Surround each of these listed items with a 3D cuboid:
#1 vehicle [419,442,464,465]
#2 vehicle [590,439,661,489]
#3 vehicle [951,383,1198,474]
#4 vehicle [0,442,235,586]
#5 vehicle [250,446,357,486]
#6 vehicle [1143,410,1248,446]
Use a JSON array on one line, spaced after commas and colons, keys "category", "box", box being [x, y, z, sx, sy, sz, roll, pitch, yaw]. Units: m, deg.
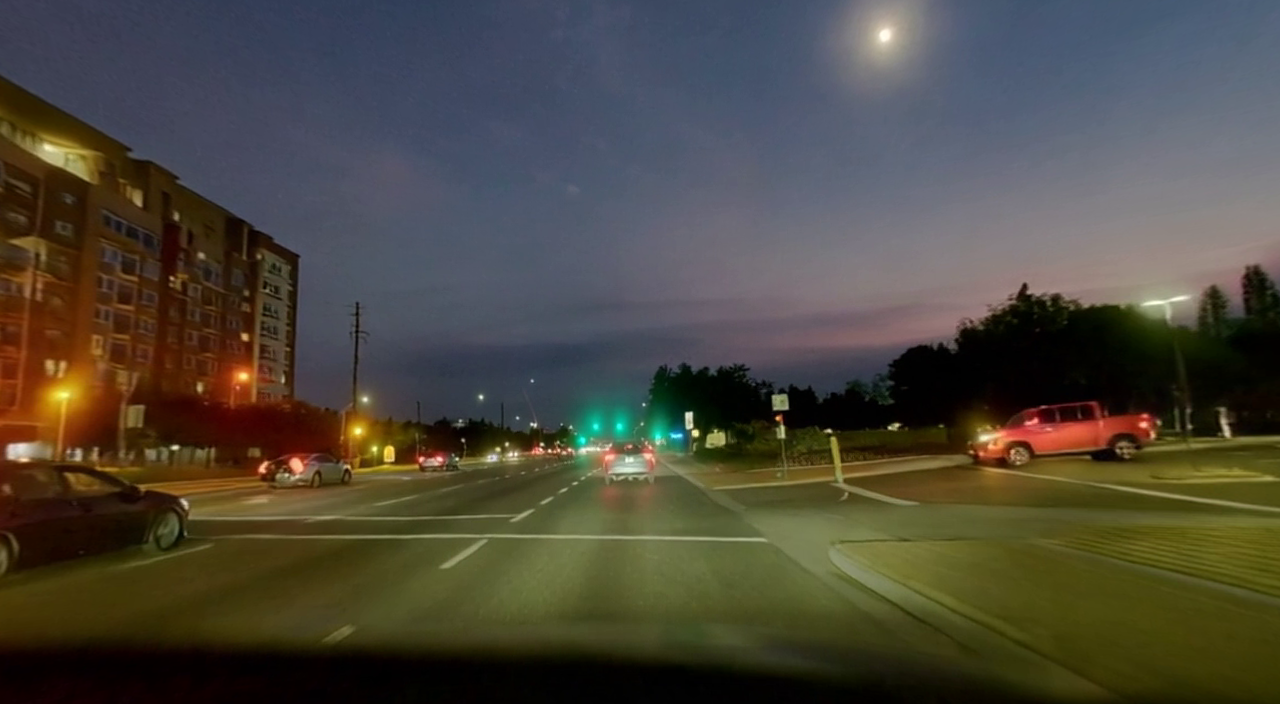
[{"category": "vehicle", "box": [-14.965, 7.682, 47.889, 2.064, 1.686, 4.380, 0, -8, -1]}, {"category": "vehicle", "box": [-0.474, 3.624, 20.825, 2.099, 1.469, 4.389, 0, -8, -1]}, {"category": "vehicle", "box": [12.532, 2.252, 18.568, 5.253, 2.014, 2.666, -5, -7, -5]}, {"category": "vehicle", "box": [-7.446, 1.846, 7.794, 1.906, 1.449, 4.576, 0, -8, -1]}, {"category": "vehicle", "box": [-13.754, 4.664, 26.189, 2.024, 1.484, 4.592, 0, -8, -2]}, {"category": "vehicle", "box": [28.100, 3.850, 31.987, 3.745, 1.450, 1.750, -5, -6, -6]}]
